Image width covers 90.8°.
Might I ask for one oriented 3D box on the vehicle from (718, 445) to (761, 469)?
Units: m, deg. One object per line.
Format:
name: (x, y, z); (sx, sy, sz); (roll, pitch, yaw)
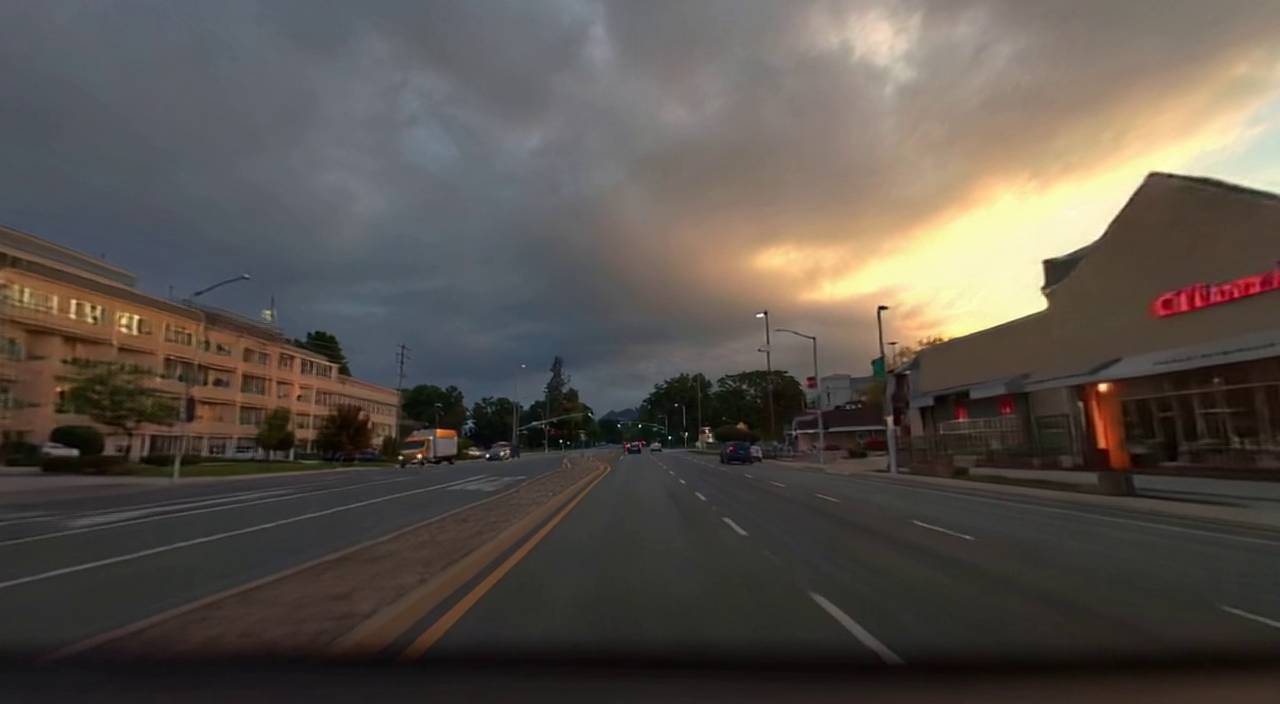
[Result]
vehicle: (6.258, 6.672, 40.215); (1.916, 1.437, 4.327); (0, -9, -2)

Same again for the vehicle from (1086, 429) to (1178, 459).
vehicle: (30.435, 5.776, 39.277); (1.860, 1.716, 4.675); (1, -9, -1)
